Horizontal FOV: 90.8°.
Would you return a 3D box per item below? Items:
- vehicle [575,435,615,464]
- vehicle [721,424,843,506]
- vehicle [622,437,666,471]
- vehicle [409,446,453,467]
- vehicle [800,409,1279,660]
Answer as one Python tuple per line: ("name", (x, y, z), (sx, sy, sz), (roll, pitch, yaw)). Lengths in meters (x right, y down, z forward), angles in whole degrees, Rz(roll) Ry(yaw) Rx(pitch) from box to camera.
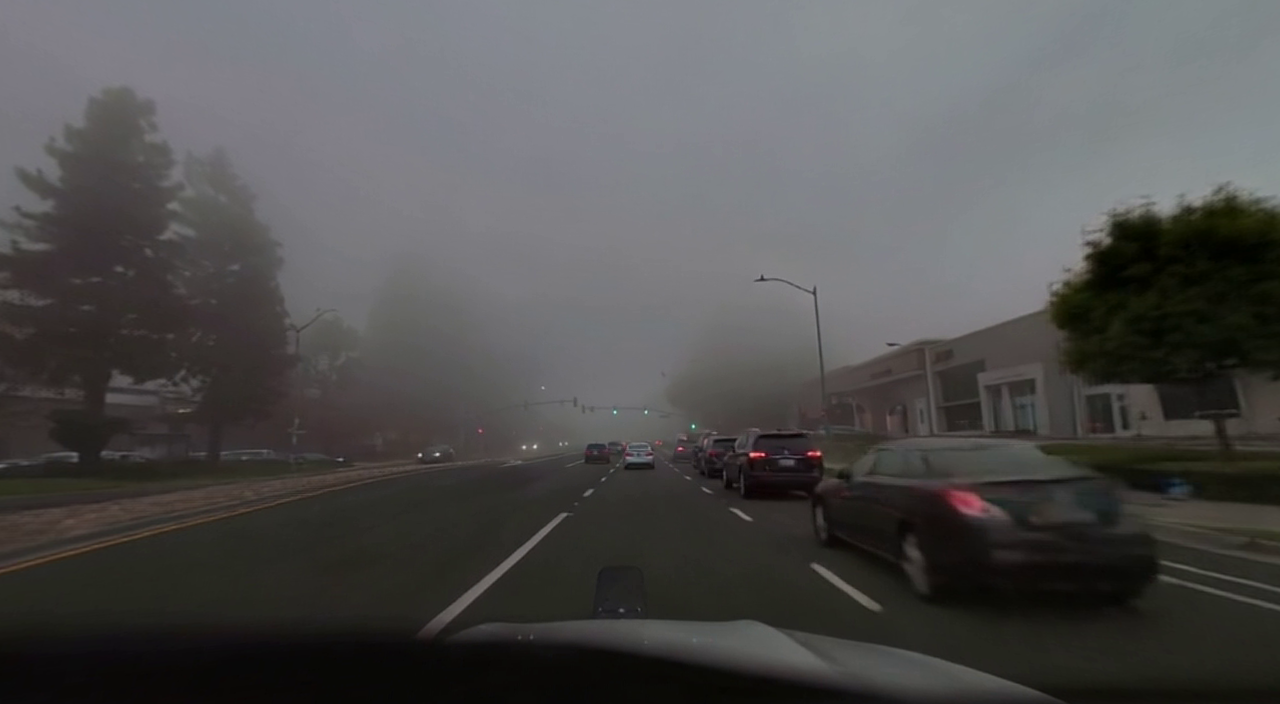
("vehicle", (-2.905, 6.456, 41.862), (2.280, 1.810, 4.903), (0, -8, 0))
("vehicle", (3.248, 2.704, 15.545), (2.037, 1.673, 4.844), (-1, -8, 2))
("vehicle", (0.159, 5.054, 31.399), (2.023, 1.532, 3.891), (0, -8, -1))
("vehicle", (-15.535, 7.798, 47.238), (1.846, 1.433, 4.274), (0, -8, 0))
("vehicle", (3.125, 1.440, 6.188), (1.864, 1.484, 4.662), (0, -8, 0))
